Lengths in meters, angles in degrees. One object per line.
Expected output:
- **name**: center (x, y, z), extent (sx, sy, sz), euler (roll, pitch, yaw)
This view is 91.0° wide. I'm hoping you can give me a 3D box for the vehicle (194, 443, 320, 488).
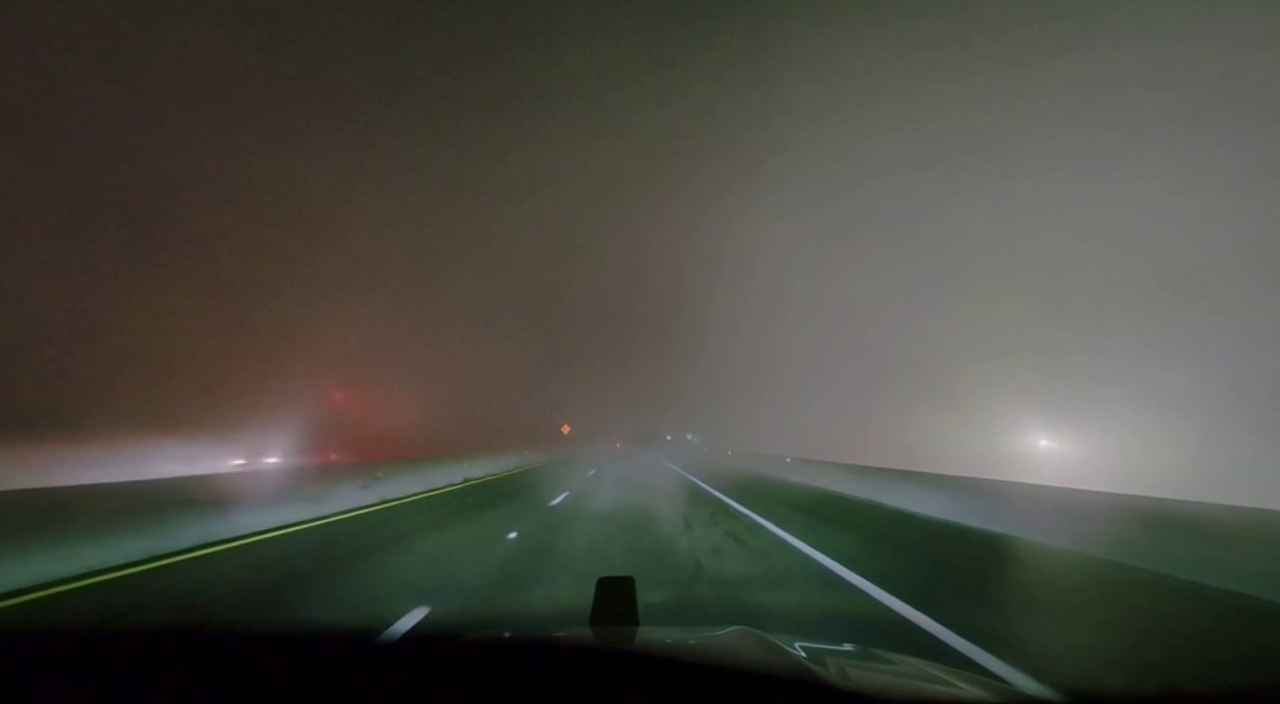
- **vehicle**: center (-16.122, 4.744, 26.907), extent (2.164, 1.690, 5.078), euler (-1, -8, 0)
